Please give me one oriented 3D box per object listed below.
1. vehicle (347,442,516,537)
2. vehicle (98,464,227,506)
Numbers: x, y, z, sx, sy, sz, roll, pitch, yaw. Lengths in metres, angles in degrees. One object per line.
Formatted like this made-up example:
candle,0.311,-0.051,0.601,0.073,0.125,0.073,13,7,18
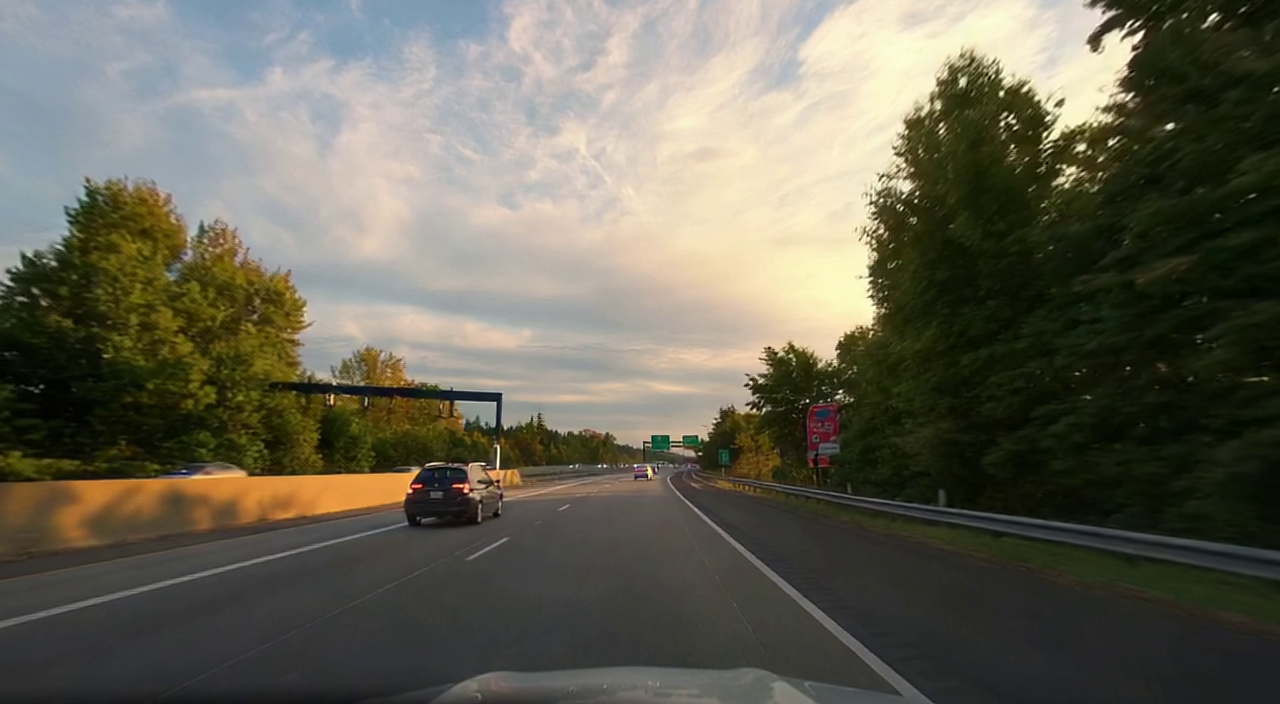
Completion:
vehicle,-4.063,2.775,13.083,2.000,1.594,3.996,1,-10,2
vehicle,-18.381,5.119,24.494,1.801,1.460,3.905,1,-10,2
